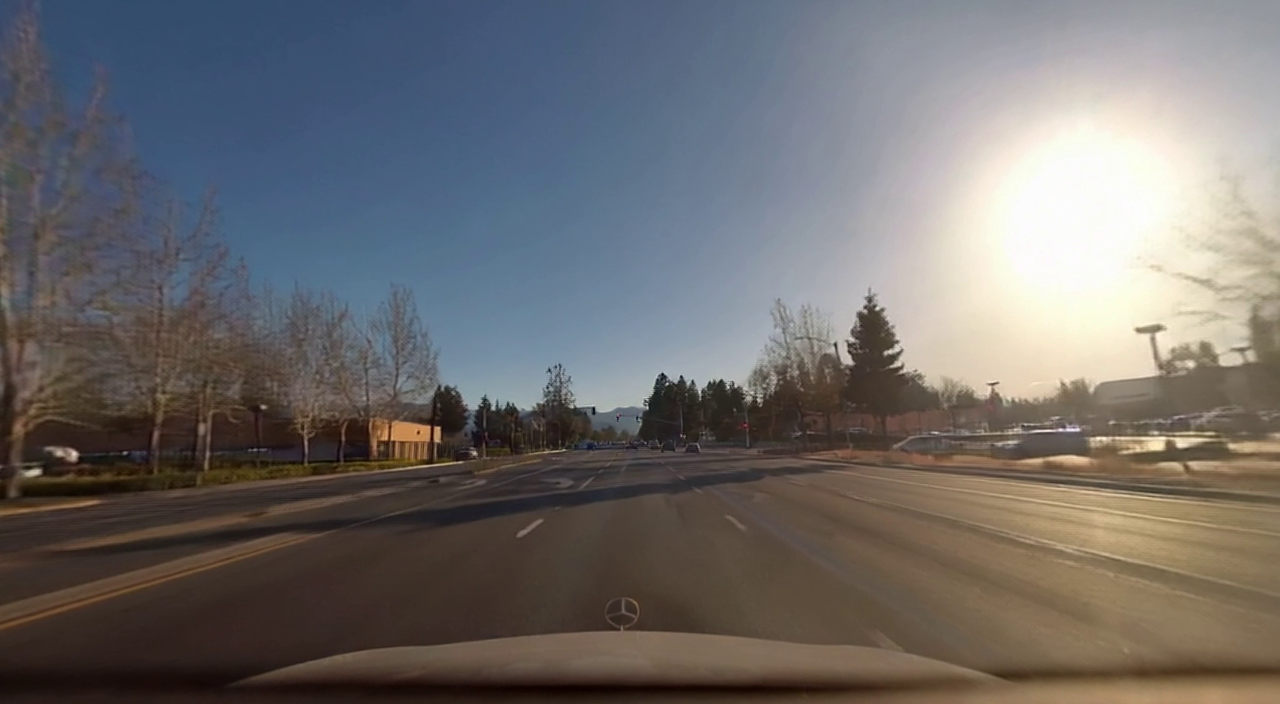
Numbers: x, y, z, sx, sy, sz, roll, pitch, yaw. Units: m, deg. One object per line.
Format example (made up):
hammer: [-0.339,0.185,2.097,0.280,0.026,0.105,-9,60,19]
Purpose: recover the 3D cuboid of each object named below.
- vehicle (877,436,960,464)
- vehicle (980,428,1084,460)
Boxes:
vehicle: [18.171,6.437,41.385,4.427,1.747,2.024,0,-9,-2]
vehicle: [23.834,5.595,38.513,4.893,1.873,2.191,0,-8,-3]
